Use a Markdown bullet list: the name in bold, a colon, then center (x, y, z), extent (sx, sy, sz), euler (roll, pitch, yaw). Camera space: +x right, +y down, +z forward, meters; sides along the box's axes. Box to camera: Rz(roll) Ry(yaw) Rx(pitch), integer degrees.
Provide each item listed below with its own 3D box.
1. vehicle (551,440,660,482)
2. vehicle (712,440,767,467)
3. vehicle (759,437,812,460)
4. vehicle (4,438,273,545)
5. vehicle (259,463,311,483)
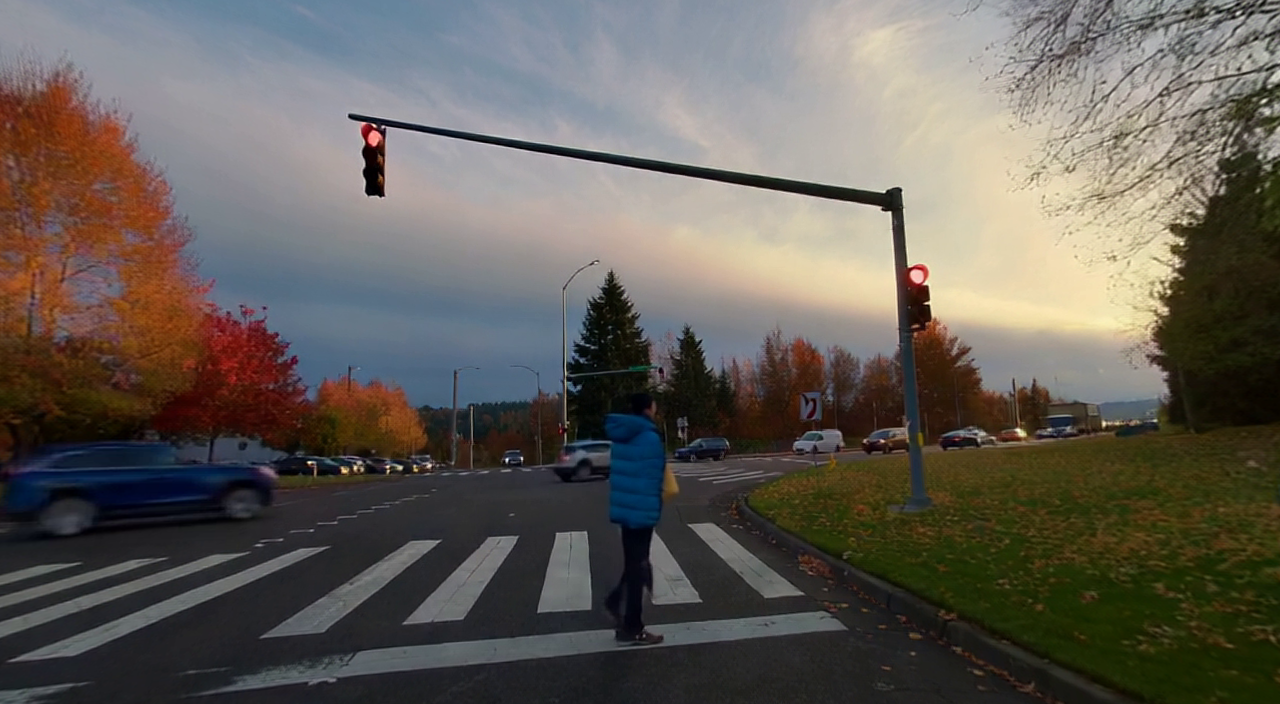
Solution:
- **vehicle**: center (-1.350, 4.565, 26.498), extent (1.915, 1.586, 4.734), euler (-7, -11, 38)
- **vehicle**: center (7.011, 7.078, 43.926), extent (1.867, 1.743, 4.259), euler (-8, -11, 39)
- **vehicle**: center (11.478, 7.586, 49.366), extent (1.979, 1.659, 4.907), euler (-8, -11, 39)
- **vehicle**: center (-11.112, 2.979, 14.186), extent (2.001, 1.988, 4.281), euler (-8, -11, 39)
- **vehicle**: center (-28.124, 9.581, 49.746), extent (1.776, 1.452, 3.920), euler (0, -9, 0)
